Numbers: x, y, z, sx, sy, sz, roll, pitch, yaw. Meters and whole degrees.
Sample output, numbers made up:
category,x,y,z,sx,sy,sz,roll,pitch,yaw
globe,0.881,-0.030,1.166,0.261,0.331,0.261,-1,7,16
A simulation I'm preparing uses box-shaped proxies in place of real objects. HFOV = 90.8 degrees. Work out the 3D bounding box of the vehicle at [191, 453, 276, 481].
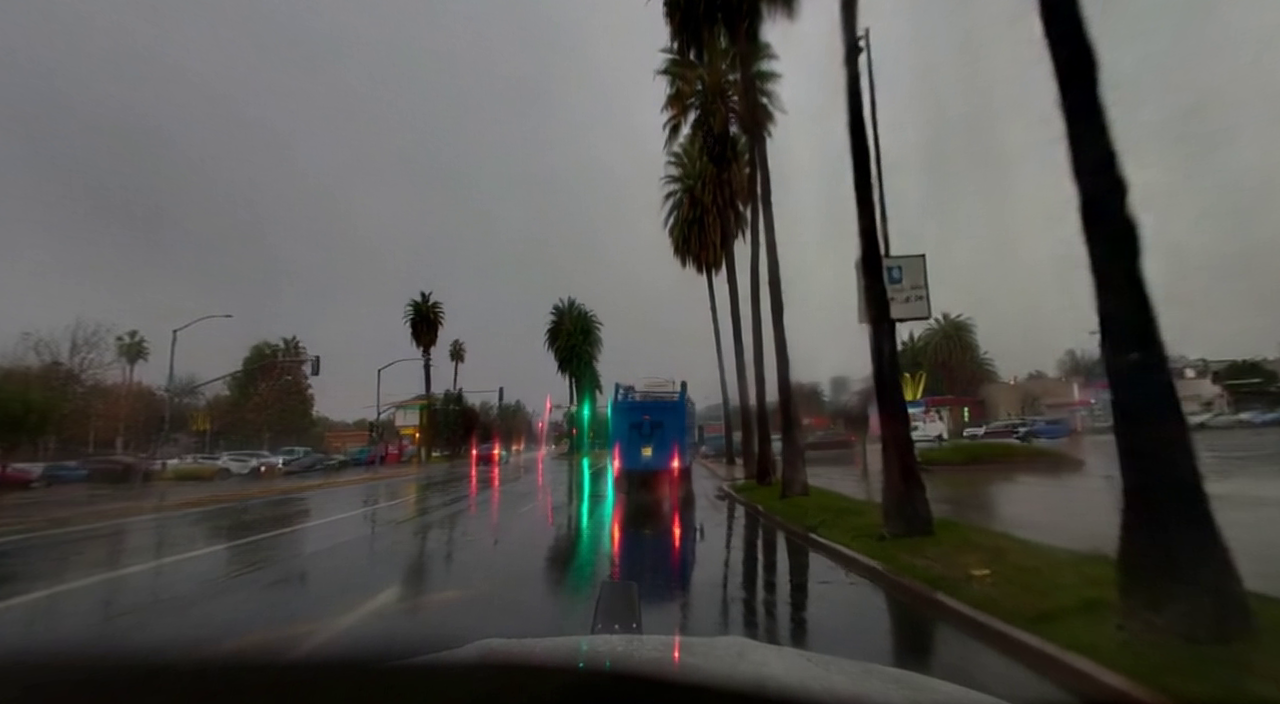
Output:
category,x,y,z,sx,sy,sz,roll,pitch,yaw
vehicle,-27.763,7.833,43.250,4.583,1.556,1.893,-3,-6,-1

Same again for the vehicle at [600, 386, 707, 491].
category,x,y,z,sx,sy,sz,roll,pitch,yaw
vehicle,0.672,2.910,21.127,2.463,2.954,5.938,-2,-9,12

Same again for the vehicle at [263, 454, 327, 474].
category,x,y,z,sx,sy,sz,roll,pitch,yaw
vehicle,-26.205,8.491,48.032,3.721,1.450,1.824,0,-8,1

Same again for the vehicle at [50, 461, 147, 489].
category,x,y,z,sx,sy,sz,roll,pitch,yaw
vehicle,-31.318,7.103,36.728,1.766,1.428,4.337,0,-8,0

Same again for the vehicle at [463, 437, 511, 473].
category,x,y,z,sx,sy,sz,roll,pitch,yaw
vehicle,-7.728,5.230,32.228,1.997,1.679,4.263,1,-9,-9
